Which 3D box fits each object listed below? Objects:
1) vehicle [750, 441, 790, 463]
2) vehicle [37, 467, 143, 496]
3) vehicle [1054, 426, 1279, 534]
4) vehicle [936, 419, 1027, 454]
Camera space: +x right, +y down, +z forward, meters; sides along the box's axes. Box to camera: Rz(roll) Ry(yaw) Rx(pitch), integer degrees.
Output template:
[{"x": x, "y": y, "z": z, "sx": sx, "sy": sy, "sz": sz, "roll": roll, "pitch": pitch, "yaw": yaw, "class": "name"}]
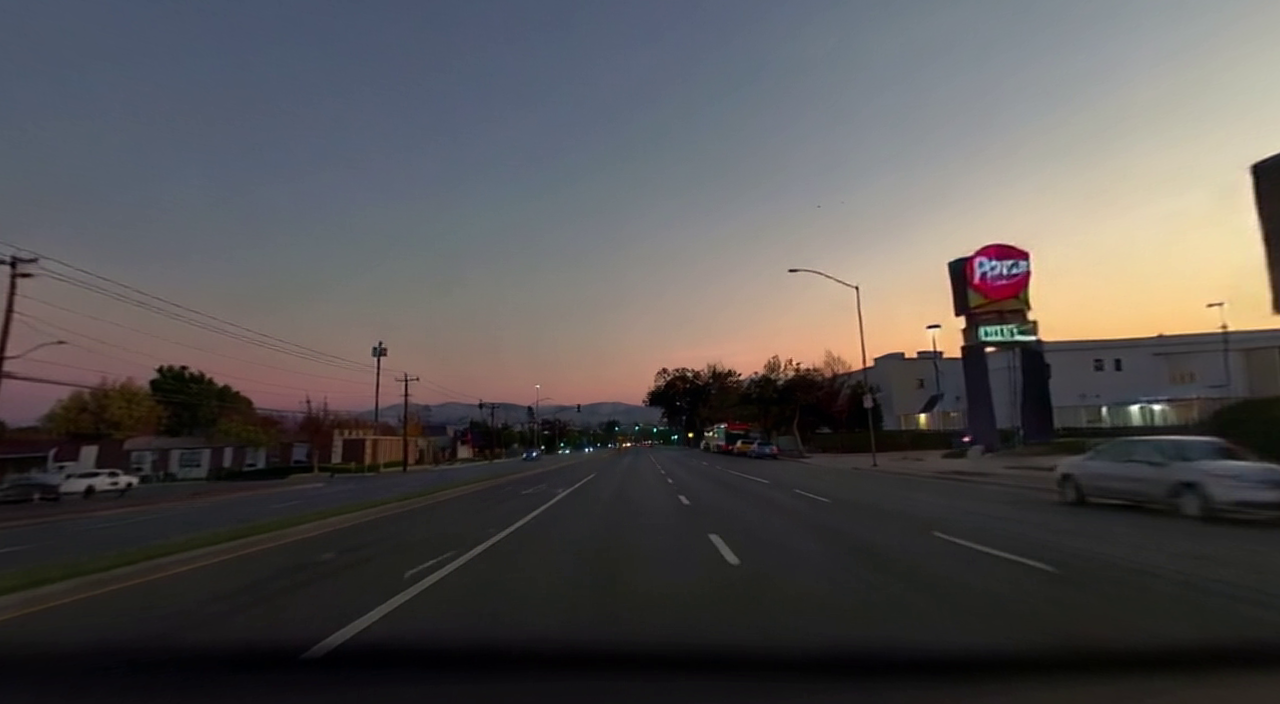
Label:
[{"x": 10.196, "y": 7.834, "z": 49.775, "sx": 2.085, "sy": 1.630, "sz": 4.403, "roll": 0, "pitch": -8, "yaw": -2, "class": "vehicle"}, {"x": -35.230, "y": 8.306, "z": 40.659, "sx": 4.654, "sy": 1.648, "sz": 1.915, "roll": 3, "pitch": -9, "yaw": -21, "class": "vehicle"}, {"x": 10.142, "y": 2.207, "z": 11.590, "sx": 1.886, "sy": 1.556, "sz": 4.513, "roll": 0, "pitch": -8, "yaw": -2, "class": "vehicle"}, {"x": 23.176, "y": 5.807, "z": 43.312, "sx": 2.529, "sy": 2.138, "sz": 6.511, "roll": -1, "pitch": -7, "yaw": -1, "class": "vehicle"}]
